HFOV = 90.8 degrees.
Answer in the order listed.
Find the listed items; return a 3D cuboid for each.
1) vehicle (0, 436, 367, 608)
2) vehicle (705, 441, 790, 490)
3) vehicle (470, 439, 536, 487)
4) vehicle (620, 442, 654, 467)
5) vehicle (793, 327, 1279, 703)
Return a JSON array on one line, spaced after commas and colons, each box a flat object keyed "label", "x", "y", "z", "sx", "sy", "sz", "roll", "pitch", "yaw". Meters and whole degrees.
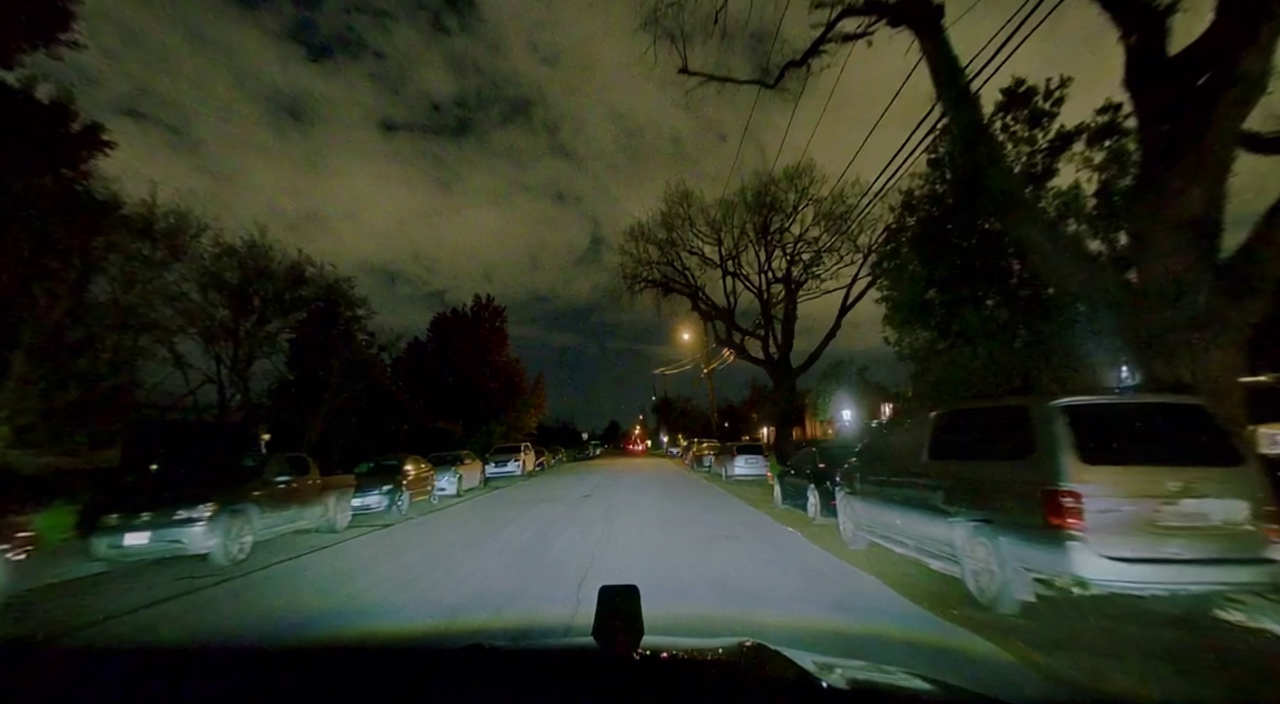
[{"label": "vehicle", "x": -5.935, "y": 2.099, "z": 9.040, "sx": 1.925, "sy": 1.578, "sz": 4.906, "roll": -3, "pitch": -7, "yaw": 0}, {"label": "vehicle", "x": 3.598, "y": 3.914, "z": 22.131, "sx": 2.039, "sy": 1.480, "sz": 4.831, "roll": -1, "pitch": -9, "yaw": -1}, {"label": "vehicle", "x": -6.232, "y": 5.056, "z": 29.278, "sx": 2.115, "sy": 1.820, "sz": 5.002, "roll": -3, "pitch": -7, "yaw": -3}, {"label": "vehicle", "x": -0.239, "y": 6.705, "z": 41.349, "sx": 2.062, "sy": 1.509, "sz": 4.305, "roll": 0, "pitch": -8, "yaw": -1}, {"label": "vehicle", "x": 3.573, "y": 1.267, "z": 6.327, "sx": 2.401, "sy": 1.958, "sz": 5.999, "roll": 0, "pitch": -8, "yaw": -2}]
